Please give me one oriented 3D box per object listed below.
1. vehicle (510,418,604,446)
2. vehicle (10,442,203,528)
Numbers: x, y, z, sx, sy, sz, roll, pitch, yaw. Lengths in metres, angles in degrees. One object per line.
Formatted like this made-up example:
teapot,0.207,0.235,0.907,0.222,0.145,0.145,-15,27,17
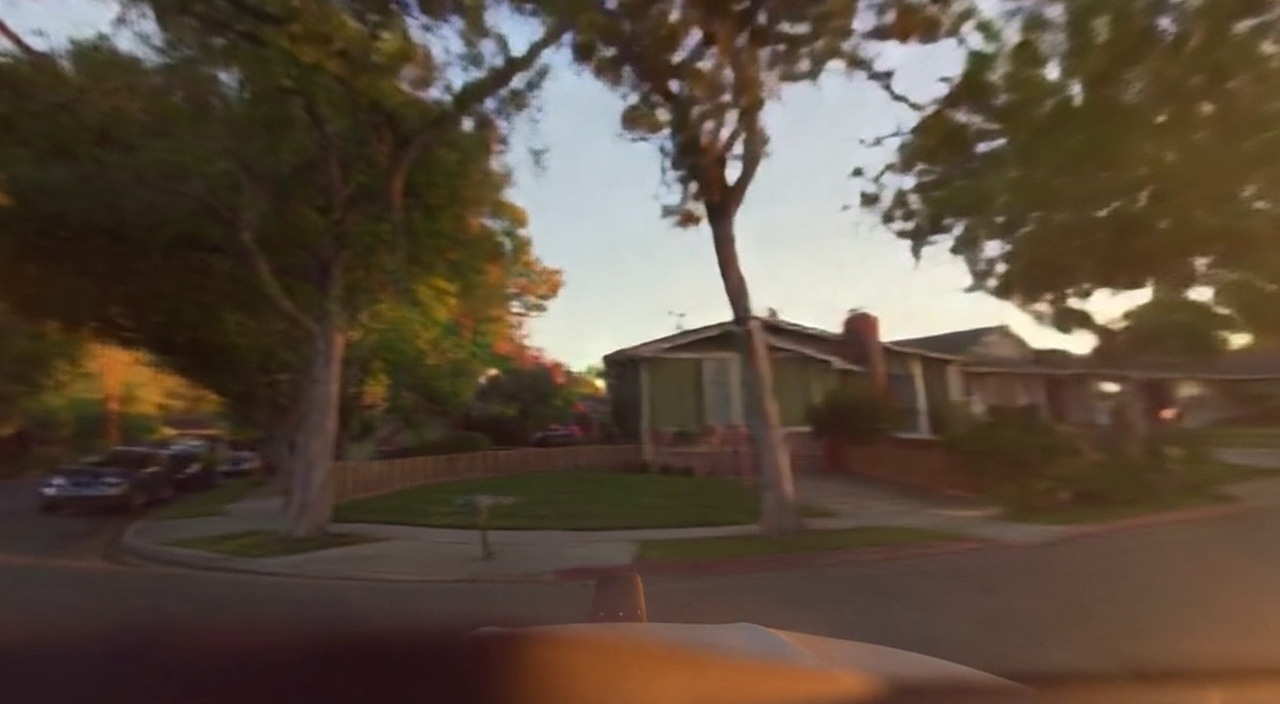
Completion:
vehicle,-4.655,4.543,35.517,4.799,1.469,2.010,4,-9,-25
vehicle,-11.116,2.710,13.635,1.969,1.493,4.681,4,-9,-26
